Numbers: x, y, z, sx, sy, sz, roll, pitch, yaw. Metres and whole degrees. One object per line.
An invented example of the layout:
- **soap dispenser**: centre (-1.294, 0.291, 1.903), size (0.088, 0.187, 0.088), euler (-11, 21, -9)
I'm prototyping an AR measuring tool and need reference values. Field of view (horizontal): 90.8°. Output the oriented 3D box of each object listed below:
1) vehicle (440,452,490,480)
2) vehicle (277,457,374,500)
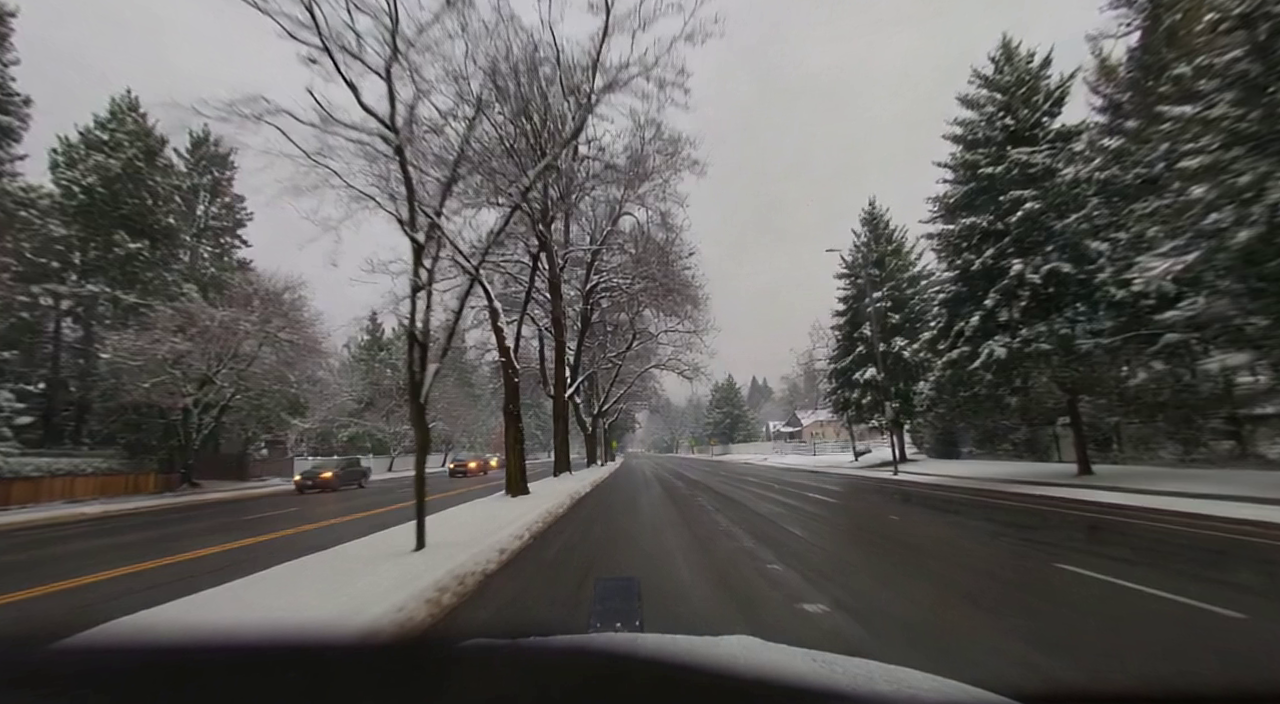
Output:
- **vehicle**: centre (-10.811, 7.052, 39.324), size (2.011, 1.553, 4.390), euler (0, -8, -2)
- **vehicle**: centre (-14.246, 5.715, 28.981), size (2.012, 1.653, 4.706), euler (0, -8, 0)
